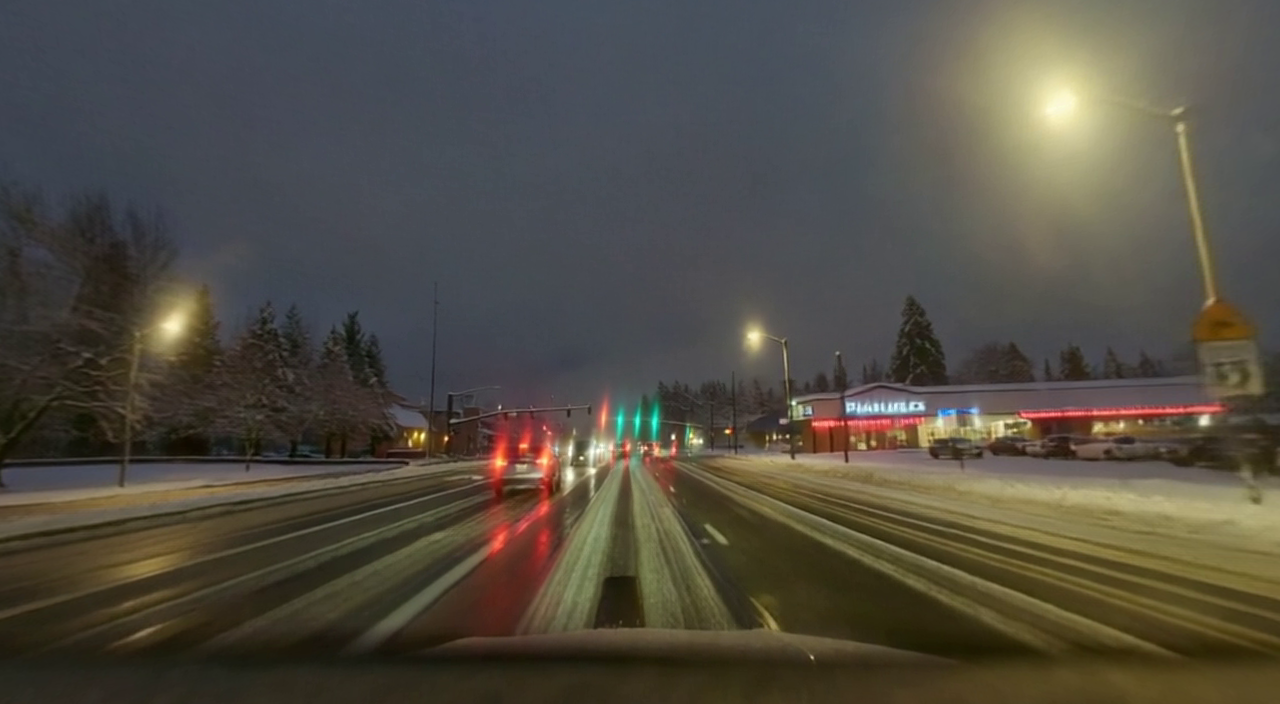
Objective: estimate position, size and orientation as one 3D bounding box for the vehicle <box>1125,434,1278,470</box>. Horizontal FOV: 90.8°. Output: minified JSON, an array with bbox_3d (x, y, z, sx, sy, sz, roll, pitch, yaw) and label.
[{"bbox_3d":[24.776,4.435,28.125,4.554,1.470,2.020,-4,-9,24],"label":"vehicle"}]

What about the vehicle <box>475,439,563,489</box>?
[{"bbox_3d":[-3.963,3.753,21.526,2.097,1.497,4.571,0,-9,0],"label":"vehicle"}]

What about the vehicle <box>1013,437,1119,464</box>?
[{"bbox_3d":[24.998,5.815,37.320,4.799,1.497,1.952,-4,-9,22],"label":"vehicle"}]

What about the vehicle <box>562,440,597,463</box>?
[{"bbox_3d":[-4.383,7.263,46.216,2.143,1.643,4.336,0,-9,0],"label":"vehicle"}]

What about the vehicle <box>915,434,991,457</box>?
[{"bbox_3d":[23.336,7.006,47.321,4.824,1.693,1.984,-3,-9,20],"label":"vehicle"}]
